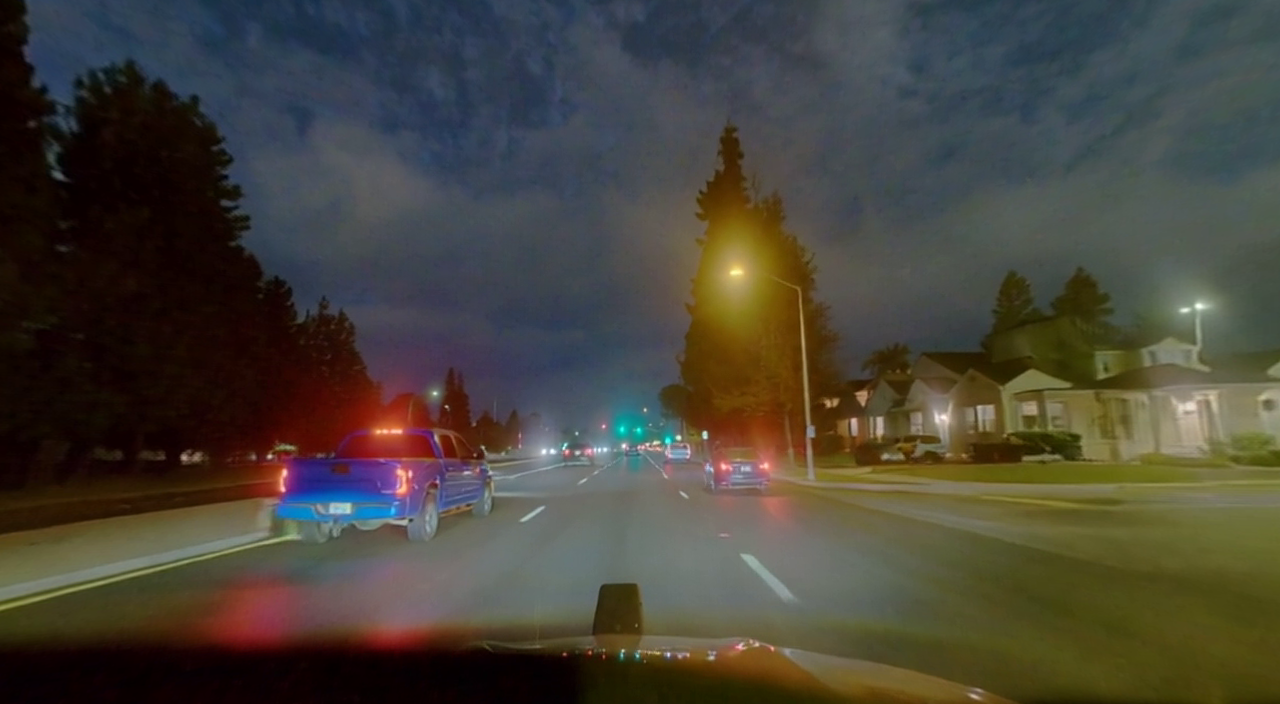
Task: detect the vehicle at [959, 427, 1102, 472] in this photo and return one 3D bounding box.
[{"bbox_3d":[17.090,4.266,27.888,1.991,1.806,4.902,6,-10,-39],"label":"vehicle"}]

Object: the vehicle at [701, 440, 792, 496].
[{"bbox_3d":[3.029,3.381,18.887,1.884,1.463,4.195,0,-8,-1],"label":"vehicle"}]

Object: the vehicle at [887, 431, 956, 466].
[{"bbox_3d":[16.244,5.650,36.697,2.040,1.784,4.533,-3,-10,3],"label":"vehicle"}]

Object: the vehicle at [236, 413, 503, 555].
[{"bbox_3d":[-3.940,2.015,10.555,2.111,1.745,5.274,0,-8,0],"label":"vehicle"}]

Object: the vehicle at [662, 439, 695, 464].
[{"bbox_3d":[2.985,7.752,49.459,2.099,1.845,4.363,0,-8,-3],"label":"vehicle"}]

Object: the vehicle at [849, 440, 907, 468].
[{"bbox_3d":[13.641,5.831,36.514,1.929,1.502,4.177,0,-8,3],"label":"vehicle"}]

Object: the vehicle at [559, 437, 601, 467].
[{"bbox_3d":[-3.826,6.492,41.328,2.218,1.829,4.492,0,-8,1],"label":"vehicle"}]
